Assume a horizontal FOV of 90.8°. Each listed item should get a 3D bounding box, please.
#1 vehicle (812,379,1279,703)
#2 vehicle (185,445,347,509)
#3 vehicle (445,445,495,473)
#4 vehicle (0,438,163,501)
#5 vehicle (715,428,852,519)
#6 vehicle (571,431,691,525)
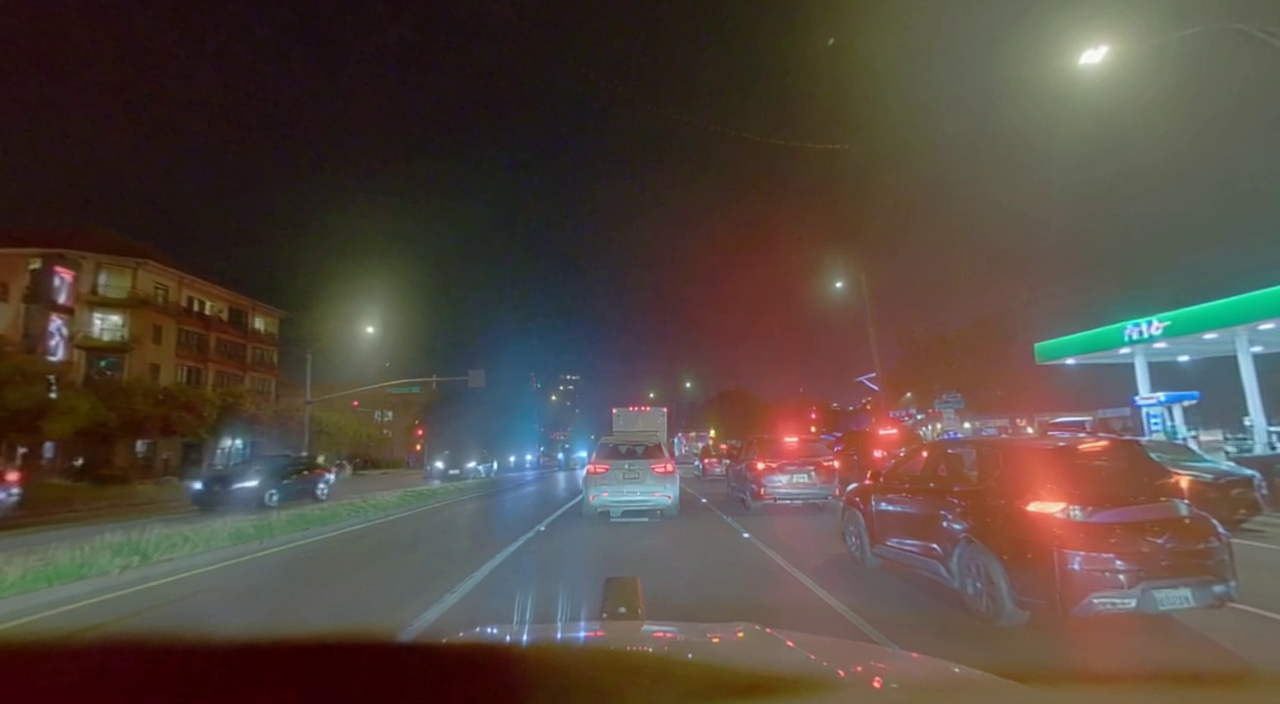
[{"bbox_3d":[3.284,1.324,5.610,2.056,1.700,4.399,0,-9,-3],"label":"vehicle"},{"bbox_3d":[-11.059,3.680,19.197,2.055,1.663,4.637,0,-9,0],"label":"vehicle"},{"bbox_3d":[-11.359,7.169,42.497,2.083,1.719,4.497,-1,-9,1],"label":"vehicle"},{"bbox_3d":[-26.917,5.596,30.761,2.571,2.711,6.027,0,-9,0],"label":"vehicle"},{"bbox_3d":[2.947,2.595,13.969,1.995,1.677,4.106,0,-9,-1],"label":"vehicle"},{"bbox_3d":[-0.186,2.491,12.988,2.106,1.613,3.697,0,-9,-1],"label":"vehicle"}]
